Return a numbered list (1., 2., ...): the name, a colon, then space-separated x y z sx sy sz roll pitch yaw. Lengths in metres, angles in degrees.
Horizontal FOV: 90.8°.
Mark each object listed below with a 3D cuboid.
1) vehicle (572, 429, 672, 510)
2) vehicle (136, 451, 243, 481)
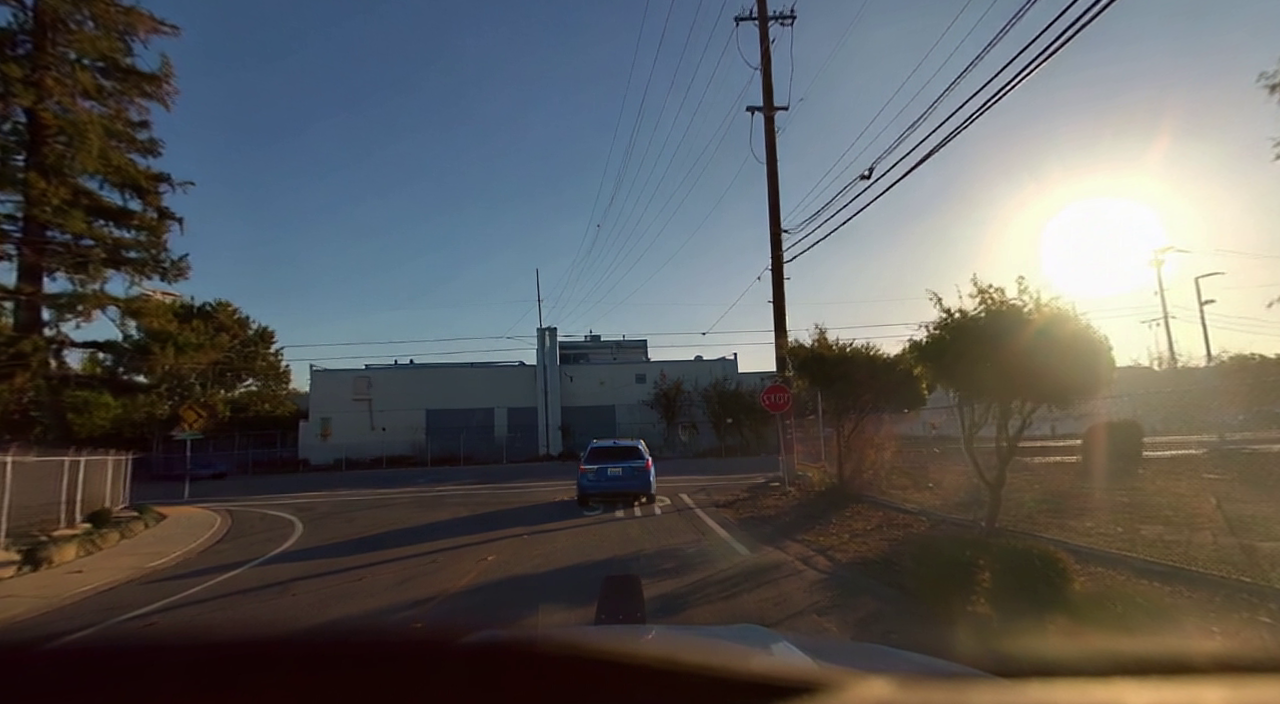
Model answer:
1. vehicle: -0.517 2.826 15.658 2.137 1.698 4.166 0 -8 -4
2. vehicle: -26.295 6.660 37.020 4.667 1.614 1.820 0 -8 -7
